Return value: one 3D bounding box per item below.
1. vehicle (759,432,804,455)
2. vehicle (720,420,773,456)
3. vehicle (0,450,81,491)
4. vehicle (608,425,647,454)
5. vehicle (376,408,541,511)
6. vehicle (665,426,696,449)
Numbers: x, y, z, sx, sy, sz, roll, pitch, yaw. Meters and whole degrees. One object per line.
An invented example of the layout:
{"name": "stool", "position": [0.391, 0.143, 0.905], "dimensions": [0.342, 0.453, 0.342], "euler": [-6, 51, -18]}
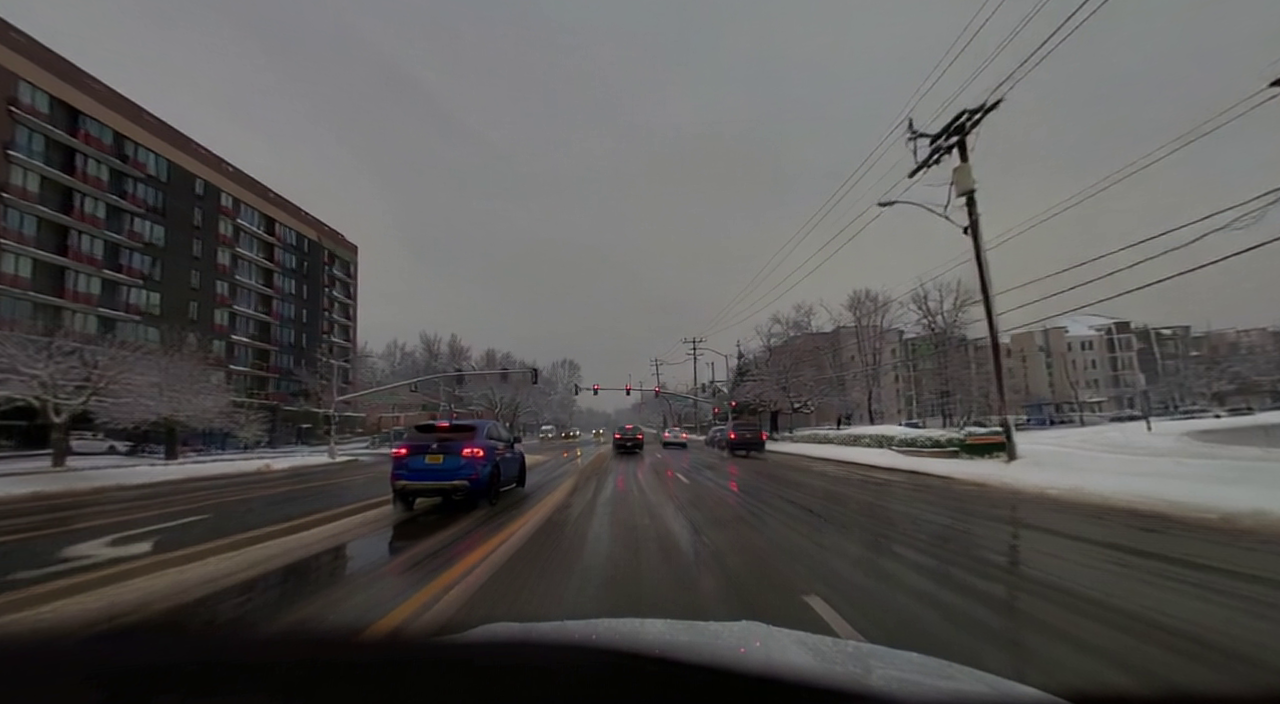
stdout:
{"name": "vehicle", "position": [9.045, 5.943, 40.788], "dimensions": [1.897, 1.390, 4.391], "euler": [0, -8, 1]}
{"name": "vehicle", "position": [6.183, 5.121, 37.427], "dimensions": [2.130, 1.979, 5.310], "euler": [0, -8, -1]}
{"name": "vehicle", "position": [-27.908, 5.248, 28.292], "dimensions": [1.918, 1.635, 4.532], "euler": [1, -8, -6]}
{"name": "vehicle", "position": [-0.799, 5.429, 39.136], "dimensions": [2.302, 1.681, 4.217], "euler": [0, -8, -2]}
{"name": "vehicle", "position": [-3.490, 2.183, 13.199], "dimensions": [2.136, 1.779, 4.417], "euler": [0, -8, 0]}
{"name": "vehicle", "position": [2.930, 6.295, 46.469], "dimensions": [1.975, 1.598, 4.025], "euler": [0, -8, -1]}
